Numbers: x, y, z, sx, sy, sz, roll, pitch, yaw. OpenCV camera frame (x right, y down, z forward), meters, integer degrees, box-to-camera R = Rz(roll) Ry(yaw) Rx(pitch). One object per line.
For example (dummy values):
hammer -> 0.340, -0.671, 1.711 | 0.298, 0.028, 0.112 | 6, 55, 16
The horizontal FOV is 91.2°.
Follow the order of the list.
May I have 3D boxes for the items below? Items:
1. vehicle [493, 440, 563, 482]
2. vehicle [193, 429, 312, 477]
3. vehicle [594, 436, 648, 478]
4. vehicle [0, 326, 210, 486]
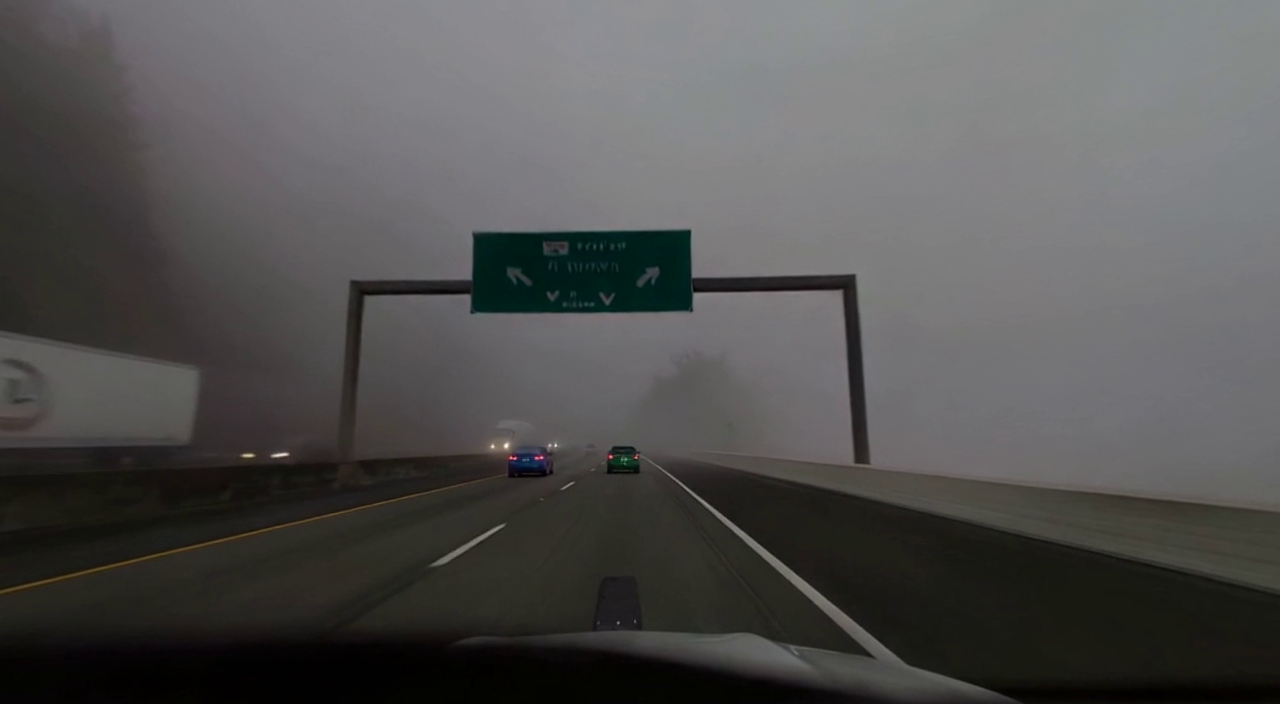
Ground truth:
vehicle -> -4.647, 4.597, 26.655 | 2.103, 1.588, 4.709 | -1, -9, 0
vehicle -> -14.104, 3.710, 23.117 | 1.866, 1.584, 3.939 | -1, -9, -1
vehicle -> -0.848, 4.715, 28.223 | 2.220, 1.711, 4.056 | 0, -9, -1
vehicle -> -17.830, 1.504, 16.750 | 2.895, 4.041, 14.097 | 0, -9, -1
